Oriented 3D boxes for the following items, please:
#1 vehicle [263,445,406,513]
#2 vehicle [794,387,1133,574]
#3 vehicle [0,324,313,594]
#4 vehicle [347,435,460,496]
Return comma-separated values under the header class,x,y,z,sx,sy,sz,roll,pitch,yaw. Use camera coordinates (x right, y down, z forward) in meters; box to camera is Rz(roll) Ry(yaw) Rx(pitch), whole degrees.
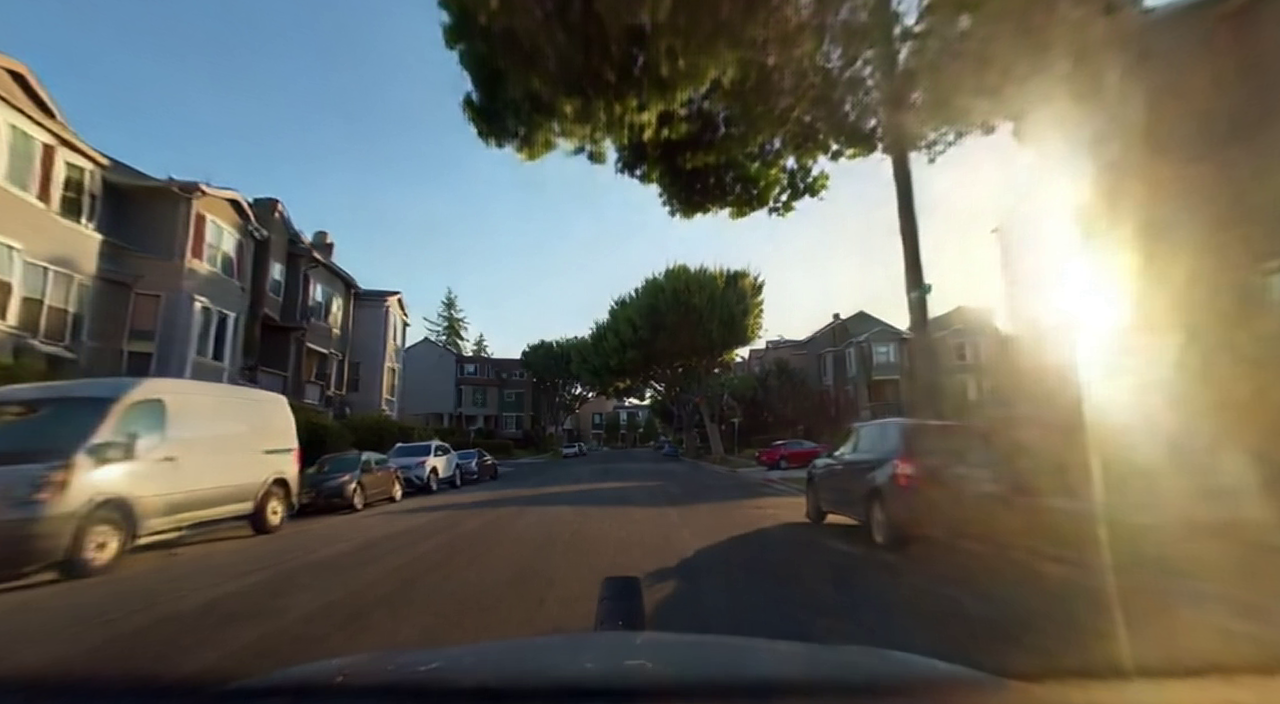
class,x,y,z,sx,sy,sz,roll,pitch,yaw
vehicle,-7.529,3.118,15.963,1.845,1.510,3.729,0,-8,-3
vehicle,4.024,1.724,9.183,2.216,1.955,4.970,0,-9,-1
vehicle,-7.421,1.512,9.131,2.341,2.674,5.753,0,-10,-2
vehicle,-7.713,3.756,21.036,2.136,1.758,4.297,-2,-9,-1
